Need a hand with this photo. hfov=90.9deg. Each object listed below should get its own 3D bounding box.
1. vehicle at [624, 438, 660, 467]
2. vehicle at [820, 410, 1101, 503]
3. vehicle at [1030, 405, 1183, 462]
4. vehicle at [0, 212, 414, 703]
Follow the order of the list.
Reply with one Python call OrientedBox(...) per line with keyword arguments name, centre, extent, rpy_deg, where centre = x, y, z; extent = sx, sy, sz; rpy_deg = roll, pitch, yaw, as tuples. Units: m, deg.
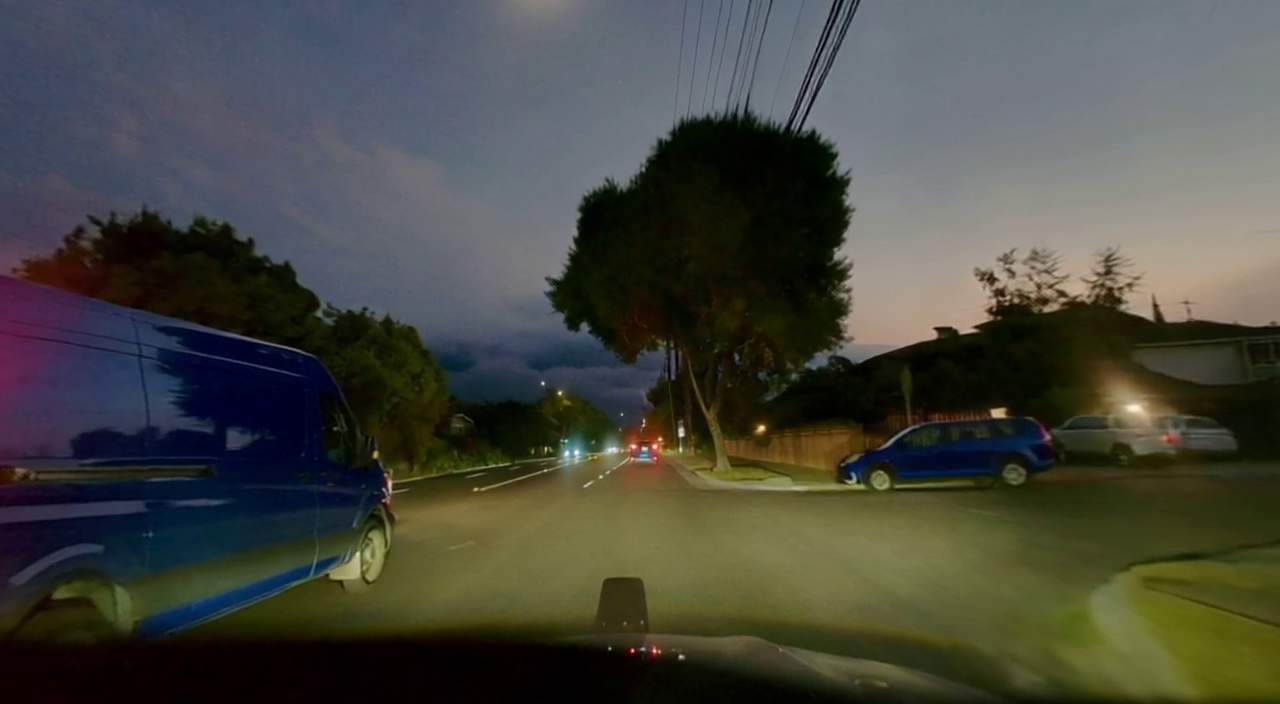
OrientedBox(name="vehicle", centre=(0.151, 6.302, 39.614), extent=(2.120, 1.718, 3.909), rpy_deg=(0, -8, 1))
OrientedBox(name="vehicle", centre=(6.653, 2.282, 13.926), extent=(5.012, 1.711, 2.457), rpy_deg=(-4, -7, 15))
OrientedBox(name="vehicle", centre=(16.065, 2.884, 22.022), extent=(1.992, 1.798, 4.083), rpy_deg=(0, -8, -4))
OrientedBox(name="vehicle", centre=(-3.419, 0.730, 3.157), extent=(2.336, 2.152, 5.866), rpy_deg=(0, -8, 0))
